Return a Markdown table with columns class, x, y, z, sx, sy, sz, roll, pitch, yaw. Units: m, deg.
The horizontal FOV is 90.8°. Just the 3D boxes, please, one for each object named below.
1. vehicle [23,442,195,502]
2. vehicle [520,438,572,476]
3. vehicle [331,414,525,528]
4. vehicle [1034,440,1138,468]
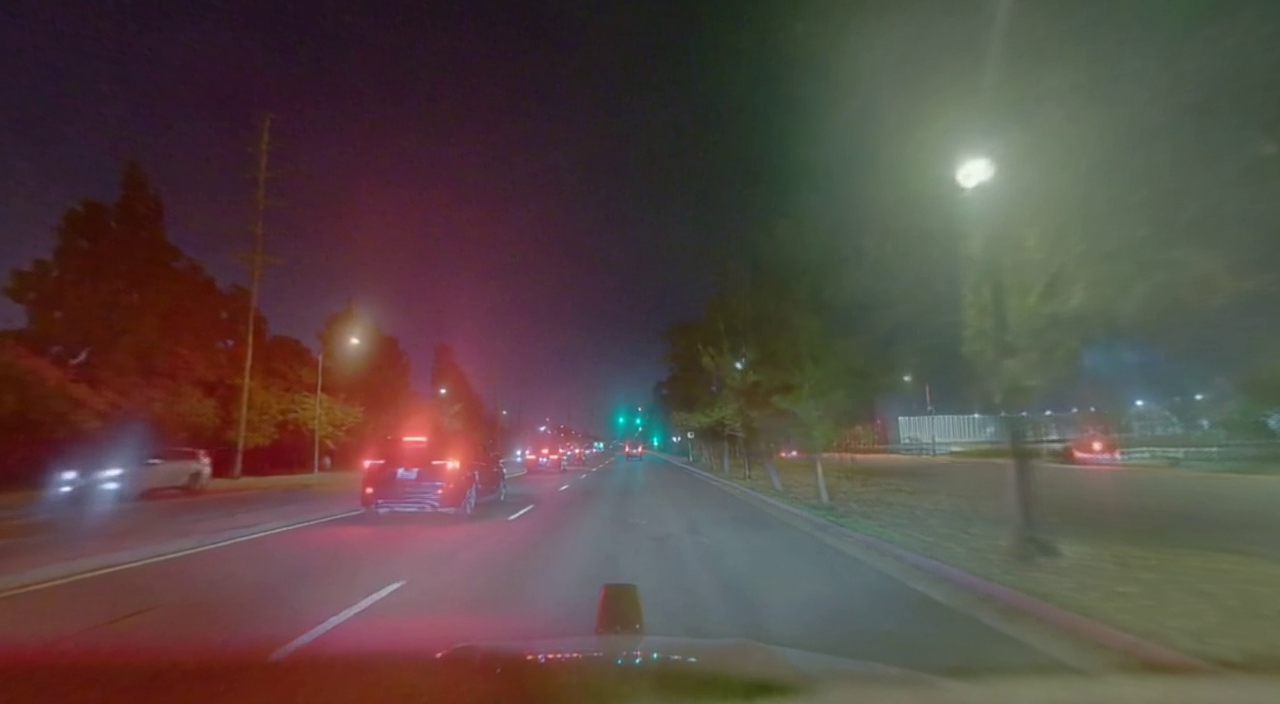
| class | x | y | z | sx | sy | sz | roll | pitch | yaw |
| --- | --- | --- | --- | --- | --- | --- | --- | --- | --- |
| vehicle | -17.178 | 3.846 | 20.802 | 1.928 | 1.618 | 4.377 | 1 | -7 | -2 |
| vehicle | -4.451 | 5.035 | 30.565 | 2.041 | 1.698 | 4.094 | 0 | -9 | -2 |
| vehicle | -3.793 | 2.243 | 12.382 | 2.189 | 1.807 | 4.467 | 0 | -9 | 1 |
| vehicle | 33.431 | 7.727 | 47.821 | 2.436 | 1.877 | 7.681 | 2 | -9 | 1 |
